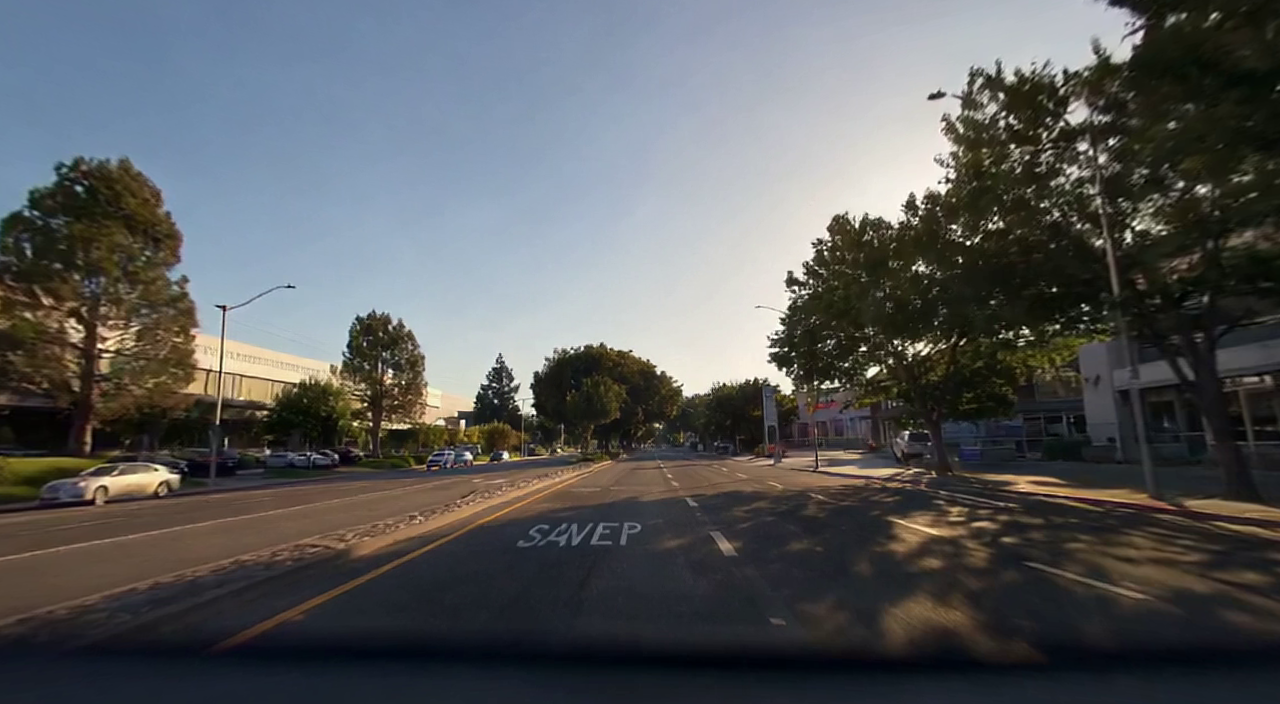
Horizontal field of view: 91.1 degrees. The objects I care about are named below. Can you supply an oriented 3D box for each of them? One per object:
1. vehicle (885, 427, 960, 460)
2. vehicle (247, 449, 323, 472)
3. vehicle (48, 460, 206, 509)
[{"bbox_3d":[16.784,5.516,37.653,2.151,1.814,5.129,0,-8,1],"label":"vehicle"},{"bbox_3d":[-27.459,8.406,48.695,4.573,1.633,2.016,1,-8,-5],"label":"vehicle"},{"bbox_3d":[-19.679,5.062,24.467,2.068,1.479,4.889,-1,-8,0],"label":"vehicle"}]
